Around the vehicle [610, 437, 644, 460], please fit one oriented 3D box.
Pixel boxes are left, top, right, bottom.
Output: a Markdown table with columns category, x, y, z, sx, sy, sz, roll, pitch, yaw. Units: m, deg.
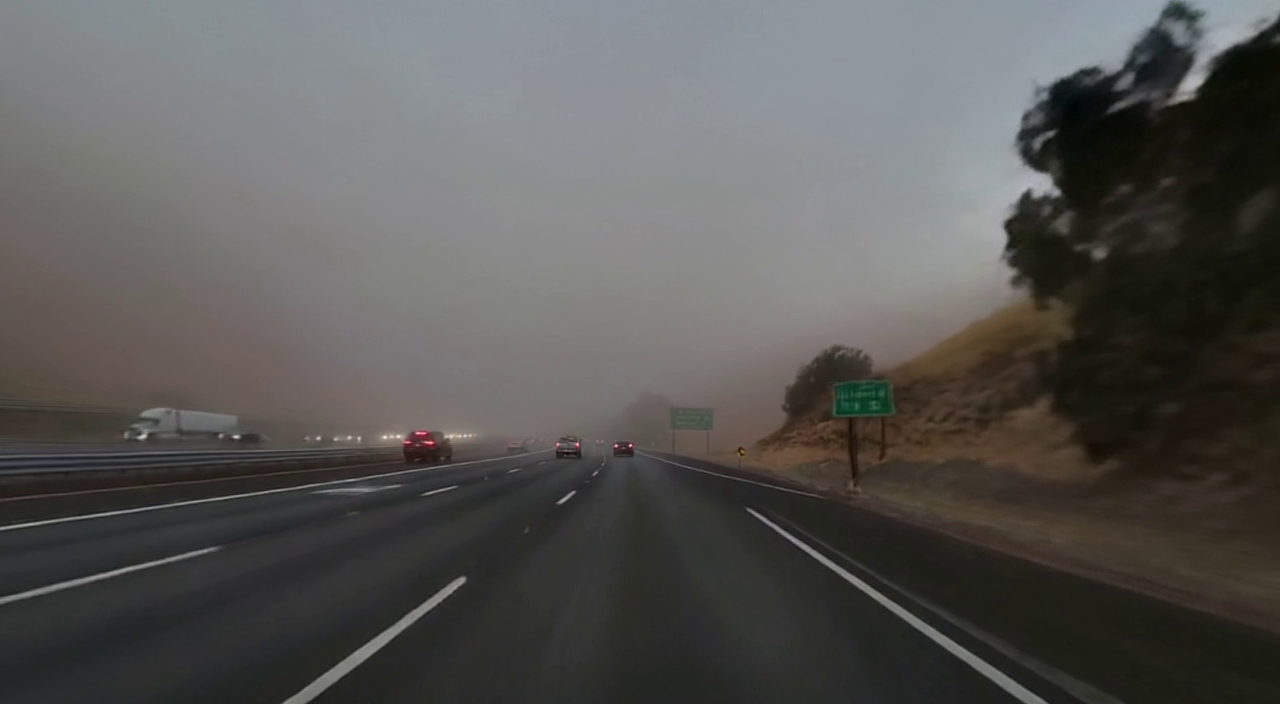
| category | x | y | z | sx | sy | sz | roll | pitch | yaw |
| --- | --- | --- | --- | --- | --- | --- | --- | --- | --- |
| vehicle | -1.010 | 7.166 | 46.906 | 2.421 | 1.594 | 4.248 | 0 | -8 | -2 |

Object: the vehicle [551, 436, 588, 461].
| category | x | y | z | sx | sy | sz | roll | pitch | yaw |
| --- | --- | --- | --- | --- | --- | --- | --- | --- | --- |
| vehicle | -4.776 | 6.597 | 43.110 | 2.060 | 1.631 | 4.214 | 0 | -8 | -1 |

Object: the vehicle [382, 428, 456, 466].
| category | x | y | z | sx | sy | sz | roll | pitch | yaw |
| --- | --- | --- | --- | --- | --- | --- | --- | --- | --- |
| vehicle | -11.858 | 5.155 | 34.248 | 2.219 | 1.923 | 4.985 | 0 | -8 | 0 |
